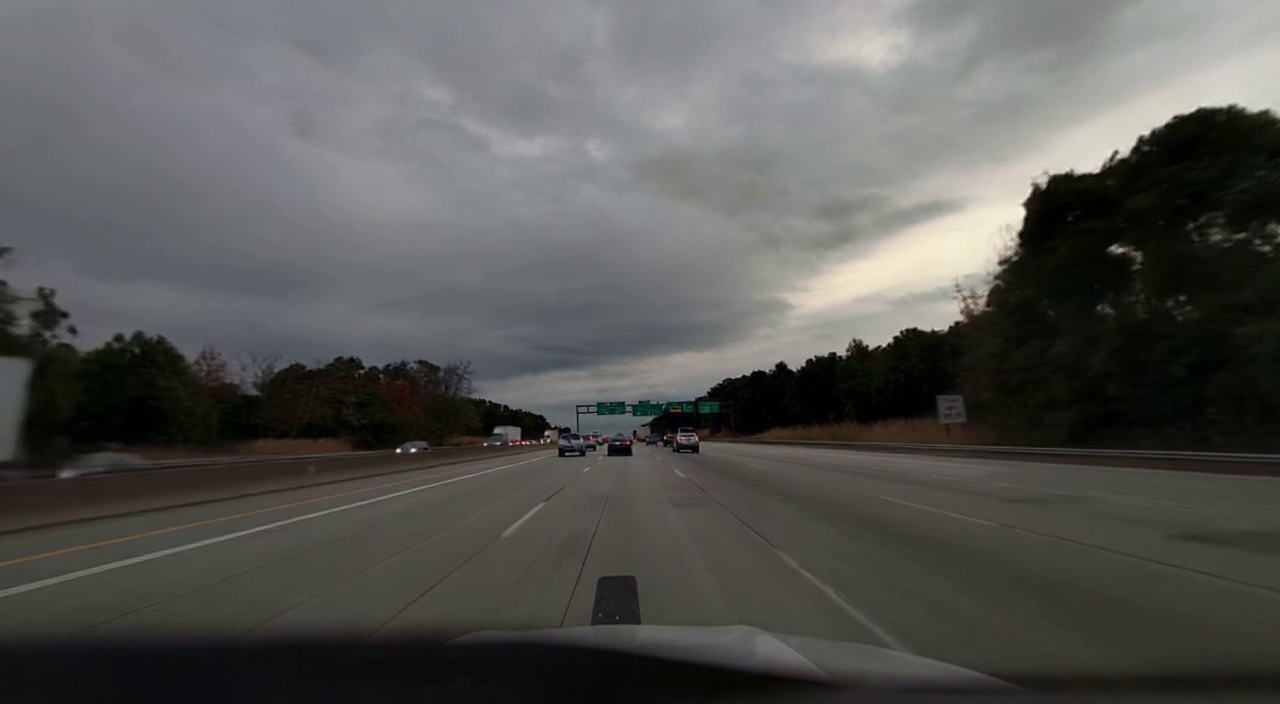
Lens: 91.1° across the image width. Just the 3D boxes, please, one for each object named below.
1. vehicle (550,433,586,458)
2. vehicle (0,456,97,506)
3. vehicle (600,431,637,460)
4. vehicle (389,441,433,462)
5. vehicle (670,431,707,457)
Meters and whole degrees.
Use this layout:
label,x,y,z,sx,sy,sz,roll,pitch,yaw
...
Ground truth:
label,x,y,z,sx,sy,sz,roll,pitch,yaw
vehicle,-4.886,6.397,43.279,2.046,1.658,4.008,0,-8,0
vehicle,-21.484,4.362,21.466,1.815,1.480,4.547,0,-8,-1
vehicle,-1.251,5.574,37.674,2.119,1.629,3.946,0,-8,-1
vehicle,-17.883,7.740,49.255,1.886,1.517,4.079,0,-8,0
vehicle,3.210,6.206,42.651,2.066,1.673,4.225,0,-8,-2
